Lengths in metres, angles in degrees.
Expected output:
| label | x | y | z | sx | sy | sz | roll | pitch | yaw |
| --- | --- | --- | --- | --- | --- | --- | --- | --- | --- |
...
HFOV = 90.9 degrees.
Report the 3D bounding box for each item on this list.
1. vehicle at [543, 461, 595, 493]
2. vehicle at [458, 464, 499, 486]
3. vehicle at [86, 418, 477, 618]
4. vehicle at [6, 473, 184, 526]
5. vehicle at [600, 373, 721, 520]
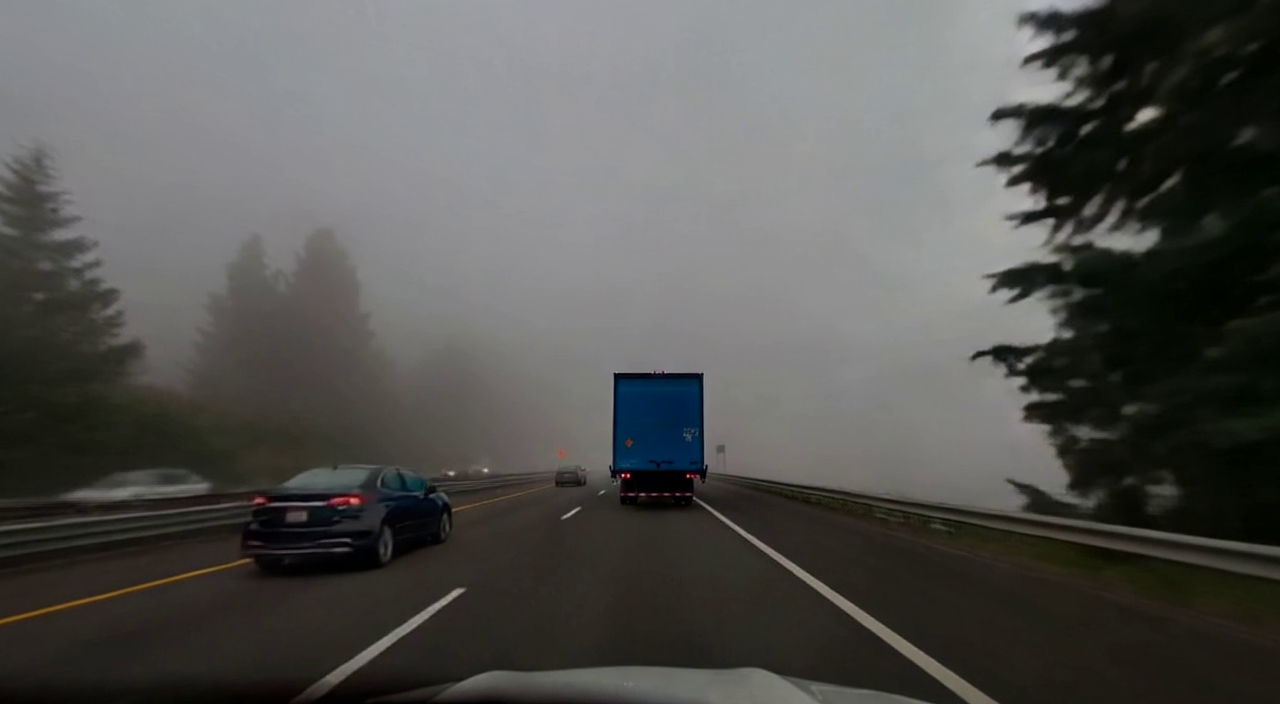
| label | x | y | z | sx | sy | sz | roll | pitch | yaw |
| --- | --- | --- | --- | --- | --- | --- | --- | --- | --- |
| vehicle | -3.561 | 6.422 | 32.548 | 2.079 | 1.506 | 4.821 | 0 | -10 | 1 |
| vehicle | -12.508 | 9.578 | 49.186 | 1.980 | 1.532 | 4.448 | 1 | -10 | 0 |
| vehicle | -3.697 | 1.848 | 7.789 | 2.076 | 1.691 | 4.555 | 1 | -10 | 0 |
| vehicle | -16.468 | 4.442 | 19.373 | 1.737 | 1.393 | 4.108 | 0 | -10 | 1 |
| vehicle | 0.527 | 3.217 | 20.684 | 3.008 | 3.678 | 9.512 | 1 | -10 | 0 |
